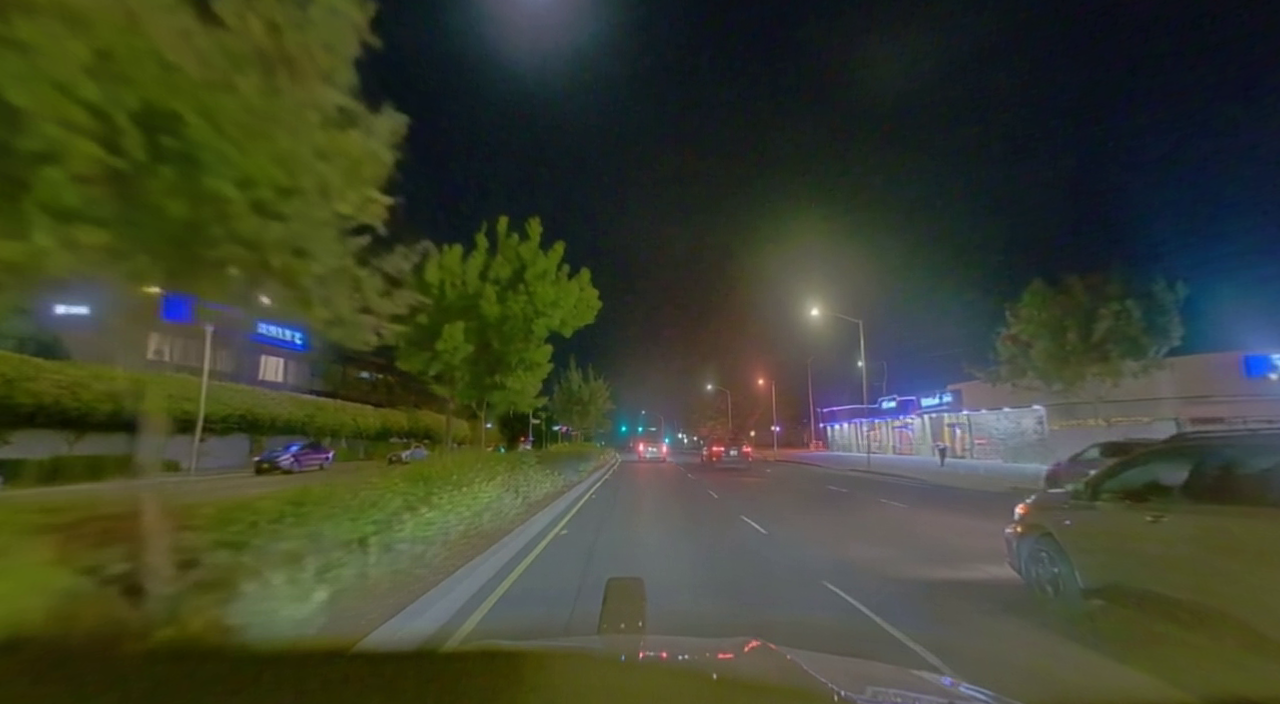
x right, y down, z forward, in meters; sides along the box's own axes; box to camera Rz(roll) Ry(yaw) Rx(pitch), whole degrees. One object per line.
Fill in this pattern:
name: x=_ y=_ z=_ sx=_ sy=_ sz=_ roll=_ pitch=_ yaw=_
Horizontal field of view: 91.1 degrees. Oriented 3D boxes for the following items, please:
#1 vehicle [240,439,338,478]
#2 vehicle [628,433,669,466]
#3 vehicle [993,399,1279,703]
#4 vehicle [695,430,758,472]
vehicle: x=-18.943 y=5.753 z=34.236 sx=2.488 sy=1.752 sz=4.991 roll=-3 pitch=-7 yaw=1
vehicle: x=0.408 y=5.317 z=34.378 sx=2.098 sy=1.682 sz=3.778 roll=0 pitch=-9 yaw=0
vehicle: x=3.894 y=0.952 z=2.868 sx=1.908 sy=1.463 sz=4.506 roll=0 pitch=-9 yaw=0
vehicle: x=3.716 y=4.383 z=27.793 sx=2.115 sy=1.692 sz=4.189 roll=0 pitch=-9 yaw=-1
